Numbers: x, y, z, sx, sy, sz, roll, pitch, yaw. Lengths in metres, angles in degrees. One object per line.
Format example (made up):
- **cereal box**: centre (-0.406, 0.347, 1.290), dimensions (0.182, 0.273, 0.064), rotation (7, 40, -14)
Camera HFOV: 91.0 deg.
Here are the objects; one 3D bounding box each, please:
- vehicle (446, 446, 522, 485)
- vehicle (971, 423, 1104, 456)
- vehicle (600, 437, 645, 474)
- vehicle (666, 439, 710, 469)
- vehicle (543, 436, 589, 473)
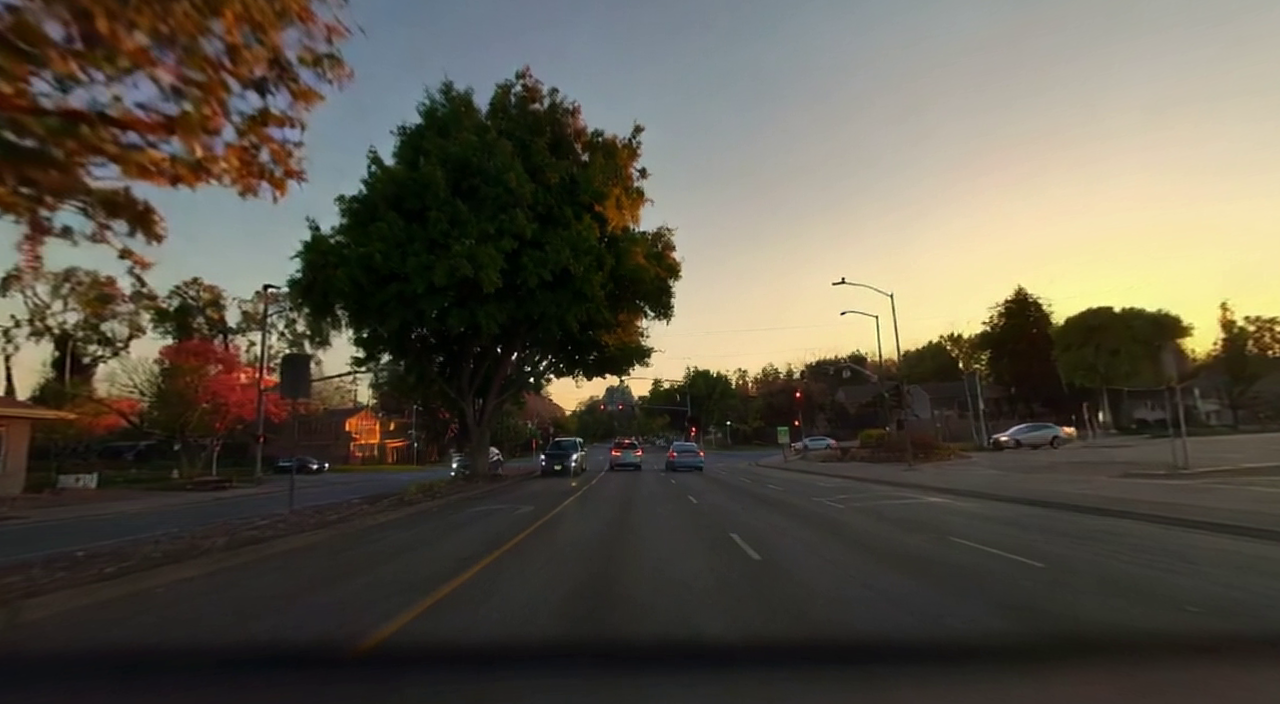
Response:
- **vehicle**: centre (-6.341, 4.632, 26.087), dimensions (2.033, 1.442, 4.668), rotation (0, -8, -1)
- **vehicle**: centre (18.002, 3.992, 28.650), dimensions (4.660, 1.462, 2.034), rotation (0, -8, 0)
- **vehicle**: centre (-0.802, 5.189, 31.803), dimensions (2.146, 1.742, 4.095), rotation (0, -8, 0)
- **vehicle**: centre (2.756, 6.022, 37.245), dimensions (2.103, 1.647, 4.318), rotation (0, -8, -2)
- **vehicle**: centre (-4.010, 5.617, 34.676), dimensions (2.139, 1.851, 3.970), rotation (0, -8, -2)
